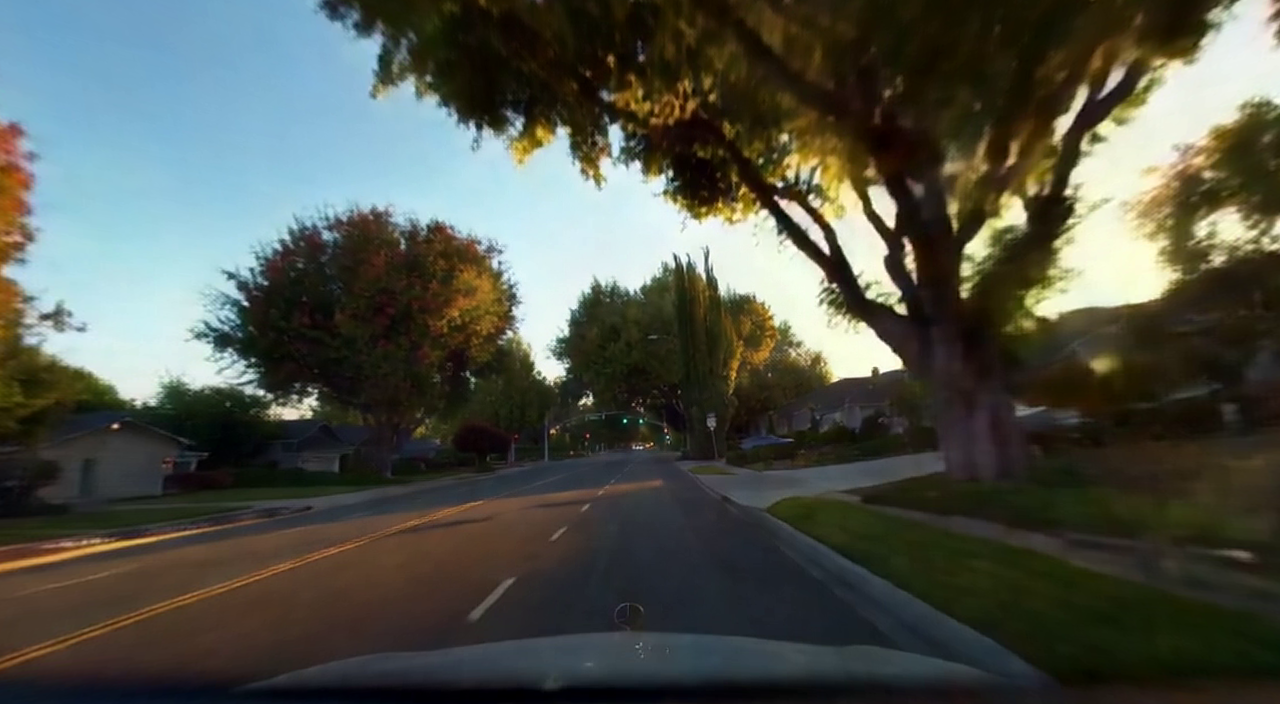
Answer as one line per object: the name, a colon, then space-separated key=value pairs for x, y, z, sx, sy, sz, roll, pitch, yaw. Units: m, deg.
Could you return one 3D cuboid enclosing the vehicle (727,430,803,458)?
vehicle: x=8.539 y=6.280 z=42.974 sx=4.636 sy=1.823 sz=1.997 roll=3 pitch=-9 yaw=-18
